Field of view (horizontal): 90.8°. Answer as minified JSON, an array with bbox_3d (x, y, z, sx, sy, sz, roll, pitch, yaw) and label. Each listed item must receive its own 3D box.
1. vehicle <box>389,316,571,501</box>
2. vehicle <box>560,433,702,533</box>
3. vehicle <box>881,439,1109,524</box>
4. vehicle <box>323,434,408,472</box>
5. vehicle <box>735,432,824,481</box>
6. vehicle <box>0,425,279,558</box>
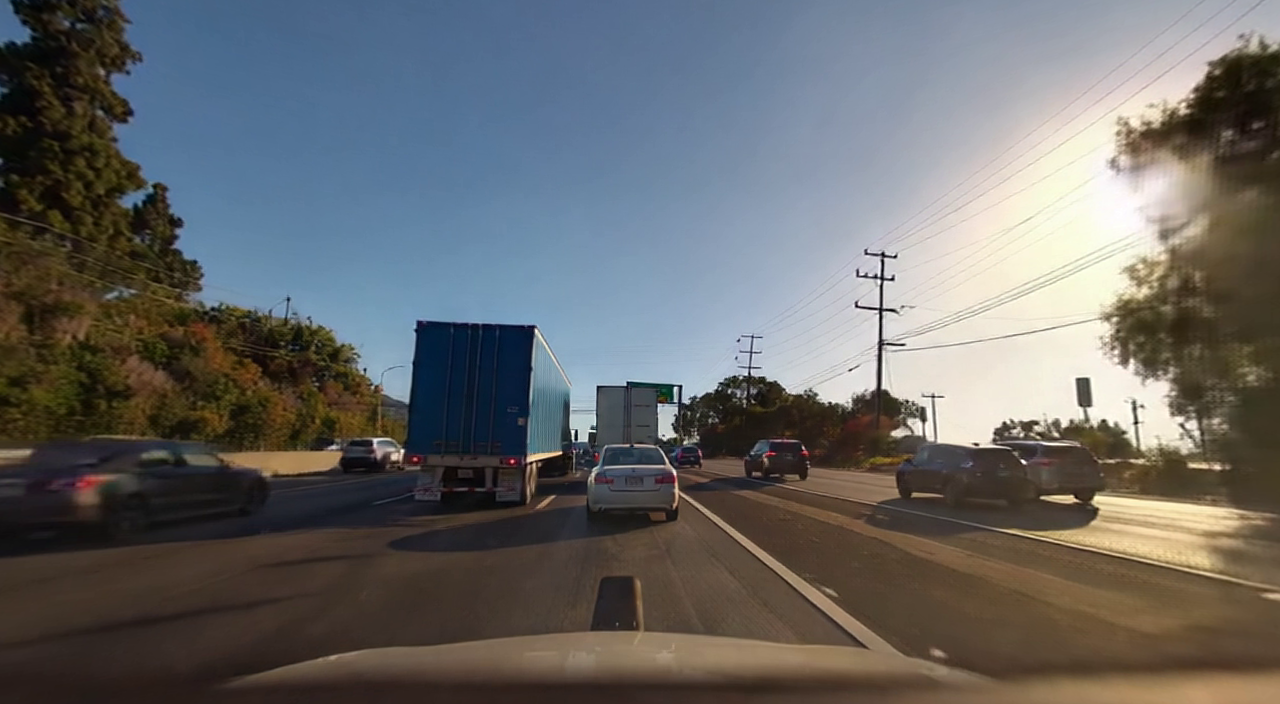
[{"bbox_3d":[-4.660,2.655,23.663,3.150,4.298,17.928,1,-9,-3],"label":"vehicle"},{"bbox_3d":[-0.228,2.269,11.512,2.112,1.463,4.012,0,-9,-3],"label":"vehicle"},{"bbox_3d":[6.842,2.502,12.817,1.878,1.406,4.164,1,-9,-6],"label":"vehicle"},{"bbox_3d":[-12.981,4.815,30.262,2.148,1.678,4.851,0,-9,-3],"label":"vehicle"},{"bbox_3d":[5.181,3.953,24.016,2.023,1.676,4.002,1,-9,-7],"label":"vehicle"},{"bbox_3d":[-7.887,1.955,9.633,2.016,1.503,4.785,0,-9,-1],"label":"vehicle"}]
